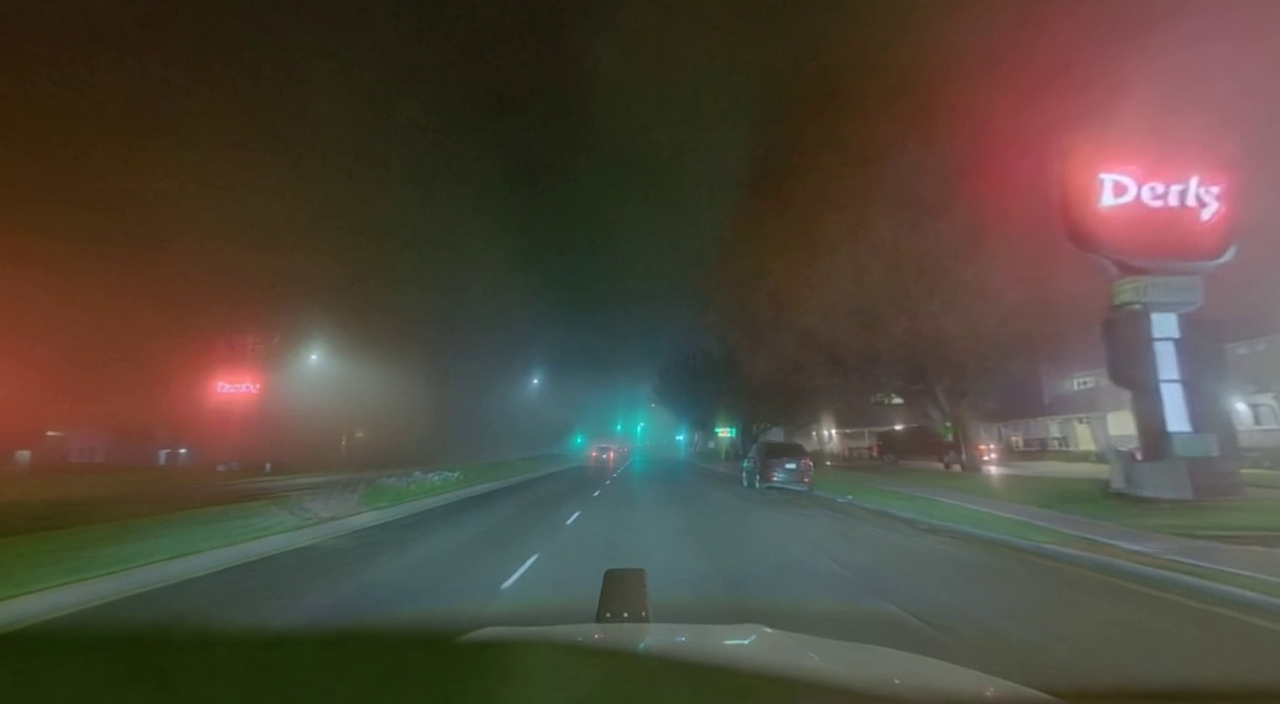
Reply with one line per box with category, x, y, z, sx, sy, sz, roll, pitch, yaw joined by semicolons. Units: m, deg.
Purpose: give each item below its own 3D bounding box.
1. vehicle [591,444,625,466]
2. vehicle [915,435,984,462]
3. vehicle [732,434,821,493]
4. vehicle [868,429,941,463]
vehicle;-2.309;7.521;46.168;2.176;1.543;4.335;0;-8;1
vehicle;17.782;5.560;36.448;1.953;1.488;4.129;0;-8;1
vehicle;4.484;3.736;21.502;2.067;1.755;4.616;0;-8;1
vehicle;15.022;5.398;36.150;2.202;1.822;4.978;-1;-8;3
